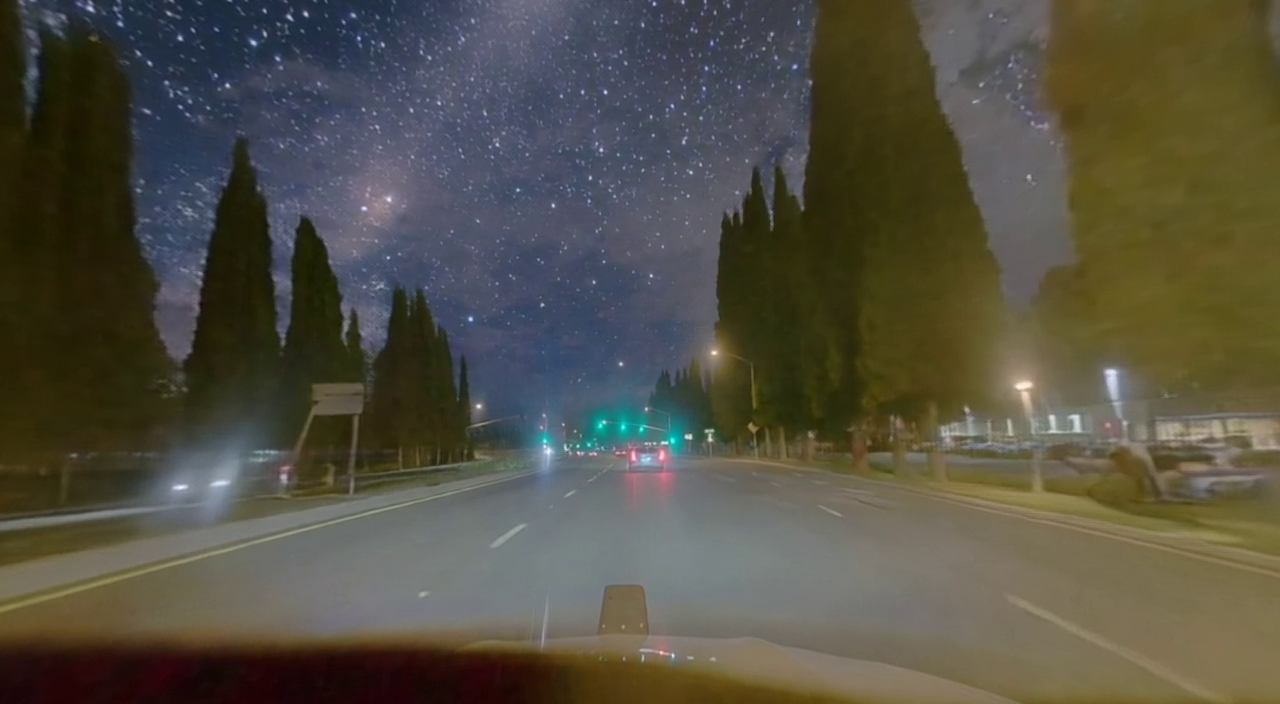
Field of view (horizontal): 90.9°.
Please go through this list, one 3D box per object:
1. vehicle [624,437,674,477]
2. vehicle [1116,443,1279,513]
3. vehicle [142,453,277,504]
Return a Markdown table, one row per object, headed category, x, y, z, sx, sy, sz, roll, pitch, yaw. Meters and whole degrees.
| category | x | y | z | sx | sy | sz | roll | pitch | yaw |
| --- | --- | --- | --- | --- | --- | --- | --- | --- | --- |
| vehicle | 0.358 | 4.834 | 29.080 | 2.135 | 1.691 | 3.884 | 0 | -9 | -2 |
| vehicle | 15.335 | 3.275 | 16.582 | 3.968 | 1.668 | 1.853 | -1 | -8 | 3 |
| vehicle | -16.500 | 4.845 | 24.506 | 2.034 | 1.725 | 4.470 | 0 | -9 | 0 |
